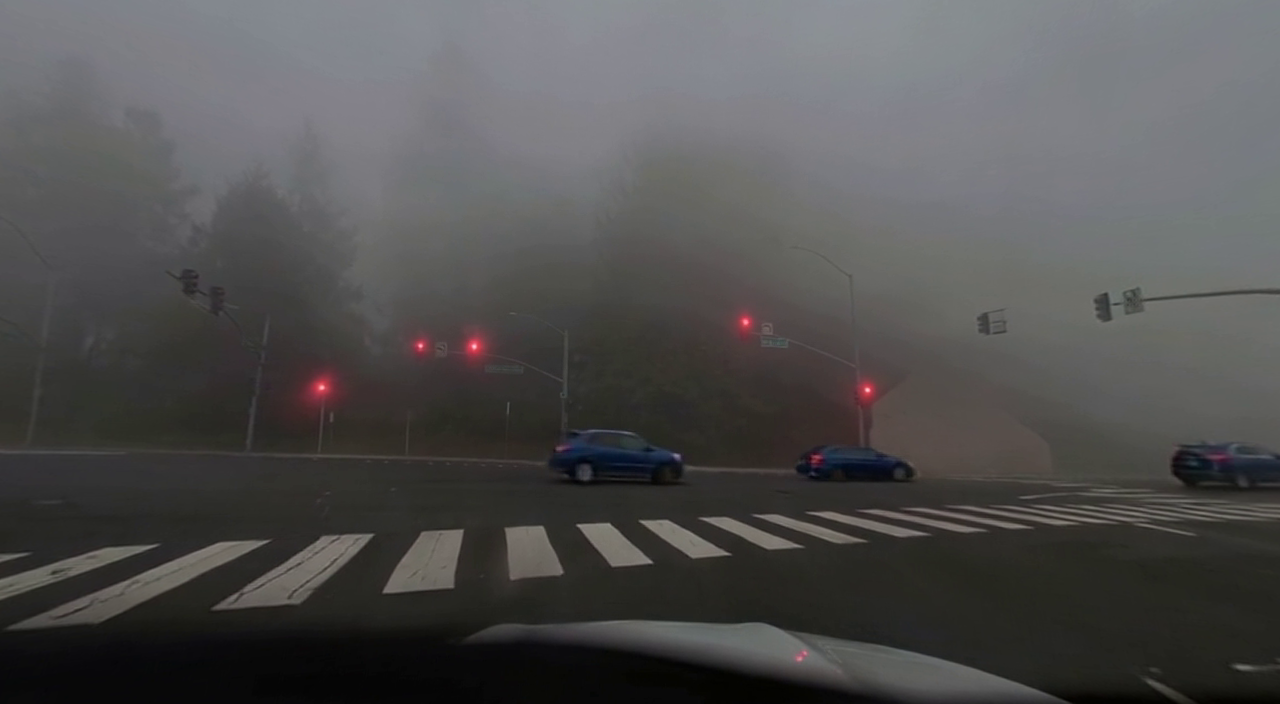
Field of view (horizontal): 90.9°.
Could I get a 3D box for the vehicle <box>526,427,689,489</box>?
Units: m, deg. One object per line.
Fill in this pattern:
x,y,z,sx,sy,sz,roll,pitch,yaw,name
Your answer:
-1.022,3.204,19.341,4.626,1.710,1.891,3,-9,-17,vehicle

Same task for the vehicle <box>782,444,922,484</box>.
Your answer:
8.633,4.518,25.786,5.203,1.488,1.907,2,-9,-17,vehicle

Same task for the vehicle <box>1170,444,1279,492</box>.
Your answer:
23.129,4.389,24.198,5.014,1.675,1.906,3,-9,-20,vehicle
